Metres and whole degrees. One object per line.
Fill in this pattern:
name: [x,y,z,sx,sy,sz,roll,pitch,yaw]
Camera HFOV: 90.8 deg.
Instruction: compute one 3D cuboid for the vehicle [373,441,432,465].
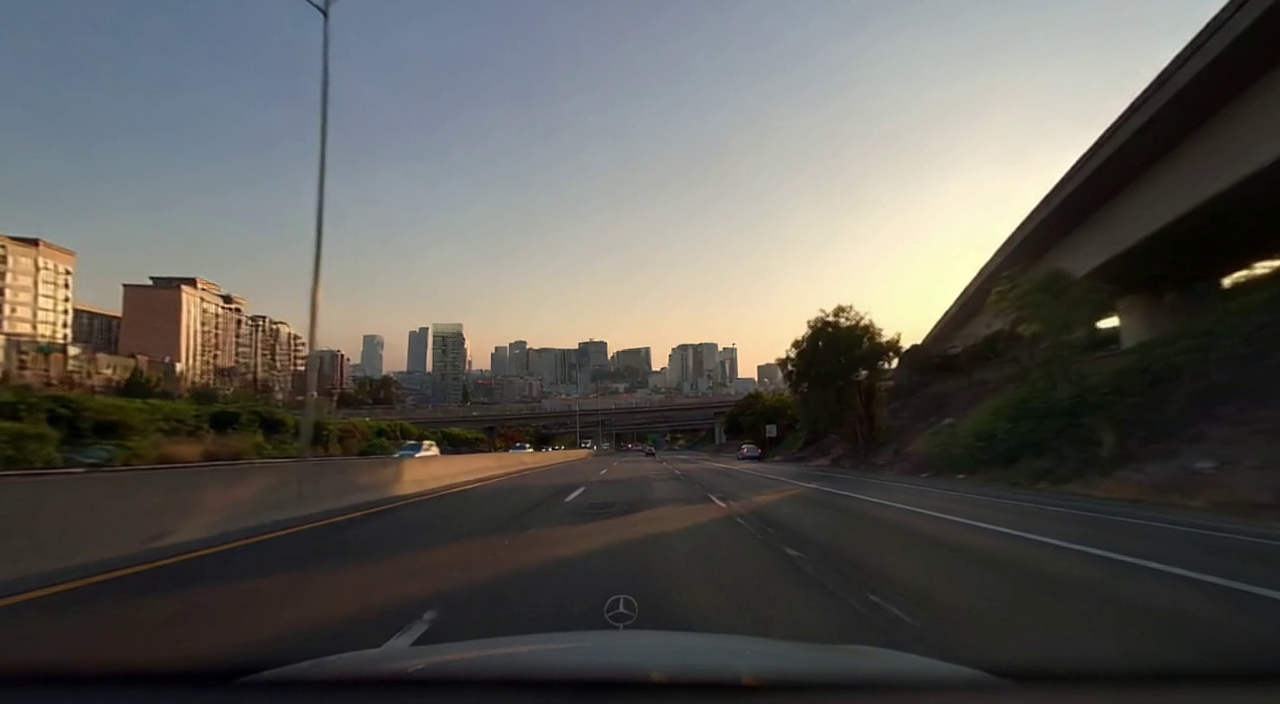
vehicle: [-17.751,7.580,47.520,2.472,1.723,5.039,0,-8,0]
